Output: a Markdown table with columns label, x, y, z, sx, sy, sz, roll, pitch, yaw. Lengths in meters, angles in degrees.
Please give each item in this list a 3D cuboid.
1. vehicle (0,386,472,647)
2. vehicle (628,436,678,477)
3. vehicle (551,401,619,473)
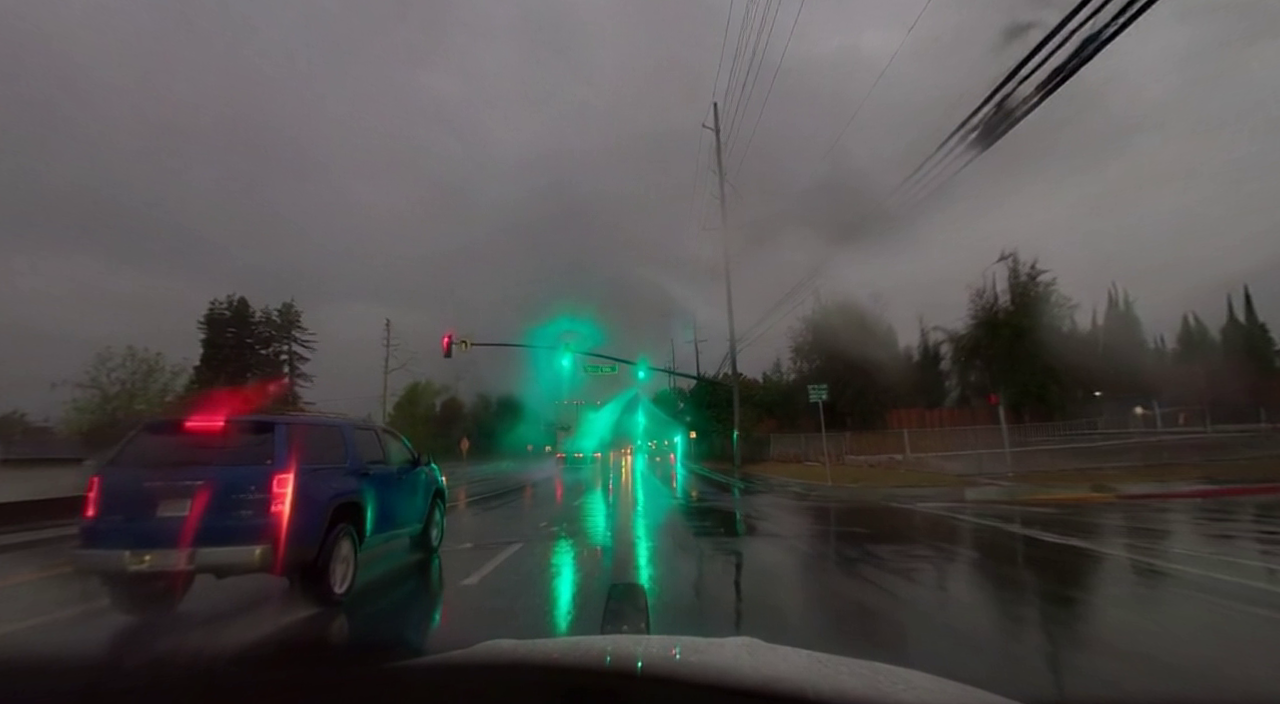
| label | x | y | z | sx | sy | sz | roll | pitch | yaw |
| --- | --- | --- | --- | --- | --- | --- | --- | --- | --- |
| vehicle | -3.566 | 1.508 | 6.818 | 2.093 | 1.832 | 4.508 | -1 | -9 | 2 |
| vehicle | 0.592 | 4.885 | 29.698 | 2.174 | 1.749 | 4.113 | 0 | -9 | 1 |
| vehicle | -2.991 | 5.052 | 36.939 | 2.928 | 3.658 | 8.980 | 0 | -9 | 1 |
